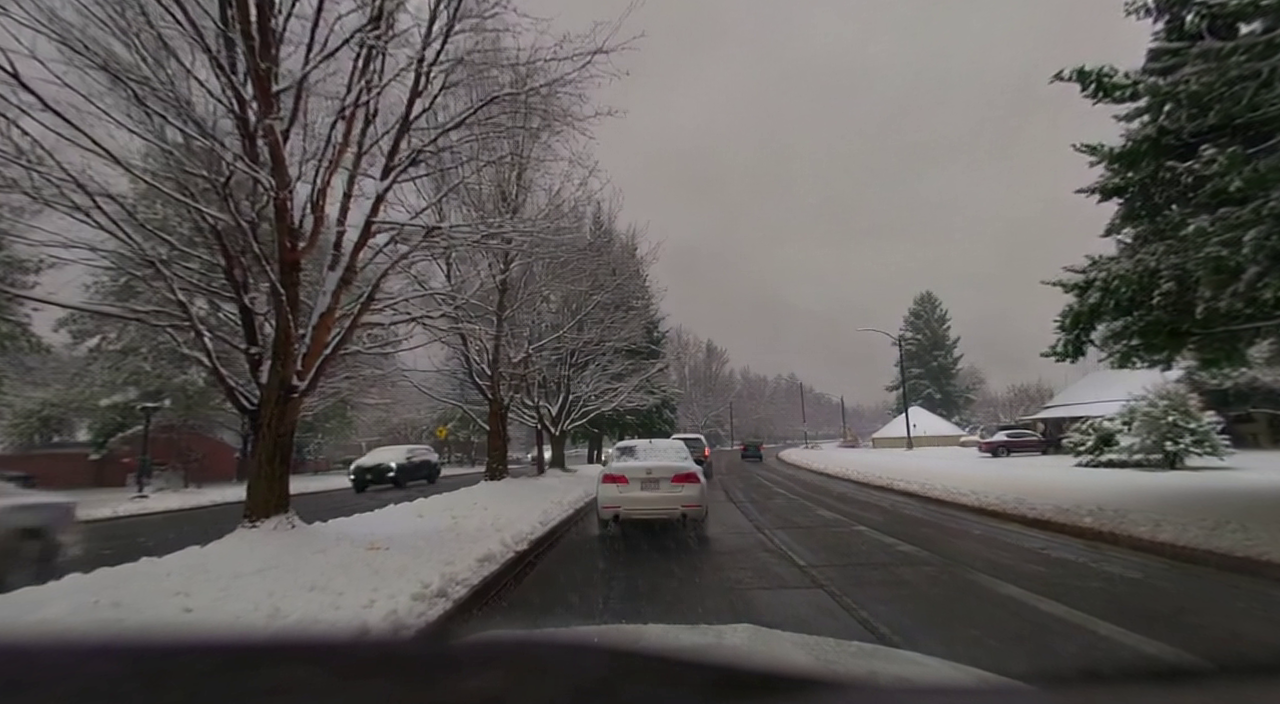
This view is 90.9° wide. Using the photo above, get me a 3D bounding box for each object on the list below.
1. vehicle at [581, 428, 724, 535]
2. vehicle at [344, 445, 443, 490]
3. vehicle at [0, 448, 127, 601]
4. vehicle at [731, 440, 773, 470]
[{"bbox_3d":[0.239,2.254,11.571,2.154,1.585,3.997,-1,-8,2],"label":"vehicle"},{"bbox_3d":[-10.365,4.870,26.992,2.068,1.688,4.665,-1,-8,4],"label":"vehicle"},{"bbox_3d":[-7.259,1.589,5.395,1.929,1.463,4.405,-1,-8,2],"label":"vehicle"},{"bbox_3d":[6.049,5.585,34.514,1.984,1.507,4.359,-1,-8,6],"label":"vehicle"}]
